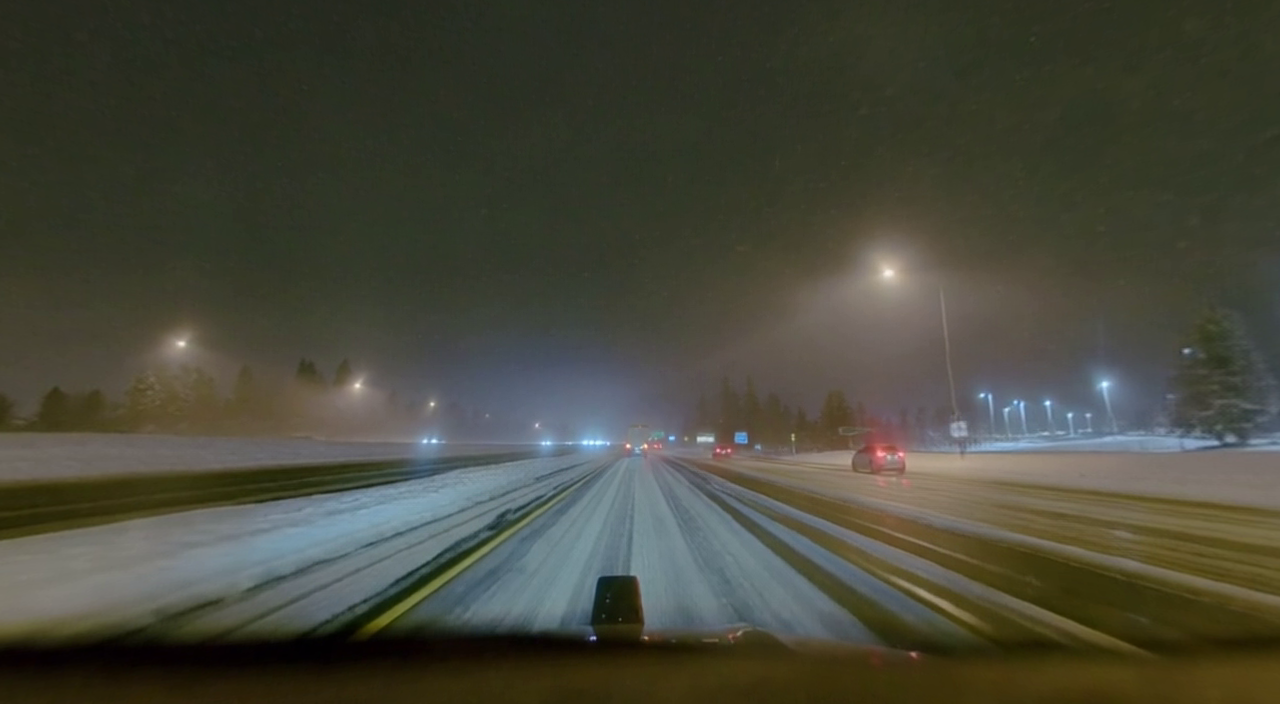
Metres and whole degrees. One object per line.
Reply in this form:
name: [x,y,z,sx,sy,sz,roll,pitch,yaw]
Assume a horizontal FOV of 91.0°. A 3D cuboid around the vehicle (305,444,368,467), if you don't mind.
vehicle: [-19.886,6.795,41.498,2.006,1.426,4.326,0,-8,0]
